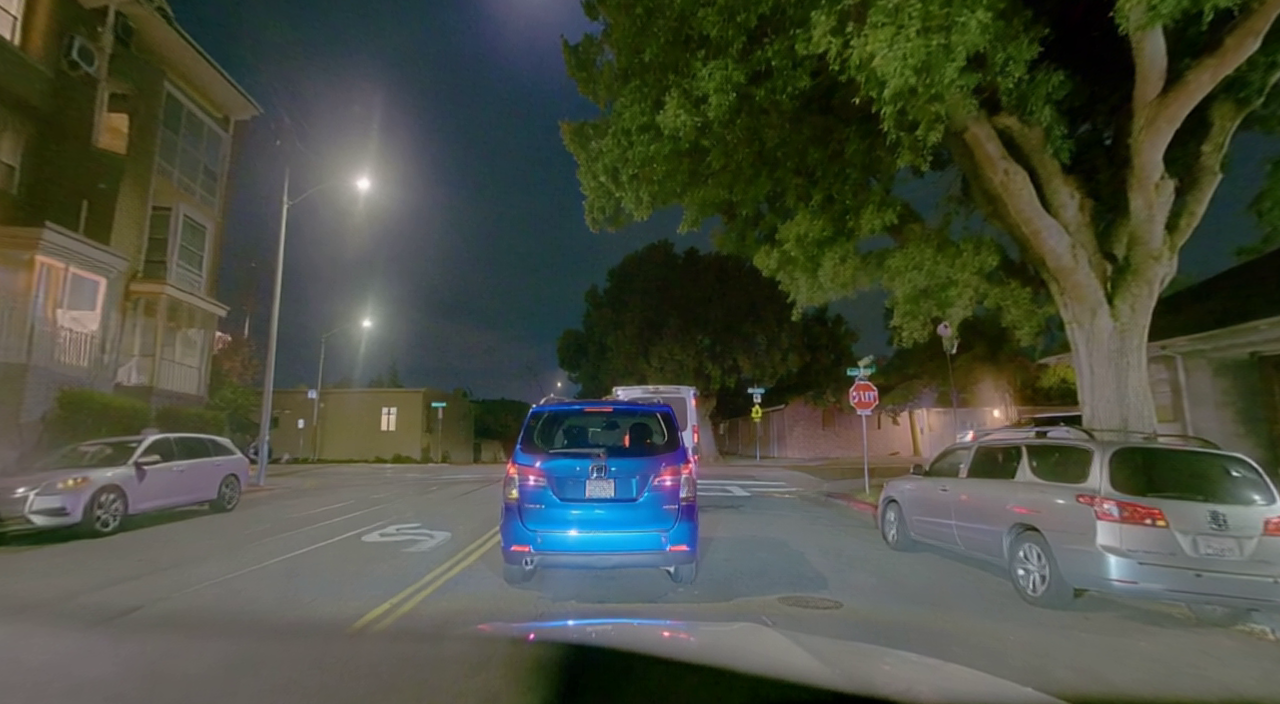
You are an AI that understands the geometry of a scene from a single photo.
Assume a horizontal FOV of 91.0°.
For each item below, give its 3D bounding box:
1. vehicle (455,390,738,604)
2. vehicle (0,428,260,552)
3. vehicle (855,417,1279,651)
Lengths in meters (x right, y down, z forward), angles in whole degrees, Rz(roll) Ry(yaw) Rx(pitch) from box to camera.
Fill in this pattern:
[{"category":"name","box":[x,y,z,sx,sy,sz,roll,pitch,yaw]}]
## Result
[{"category":"vehicle","box":[-0.386,1.566,7.711,2.377,1.787,4.652,0,-8,-1]},{"category":"vehicle","box":[-8.291,2.021,10.051,1.825,1.532,4.083,-3,-7,2]},{"category":"vehicle","box":[4.219,1.679,6.903,1.959,1.581,4.731,4,-9,-2]}]
